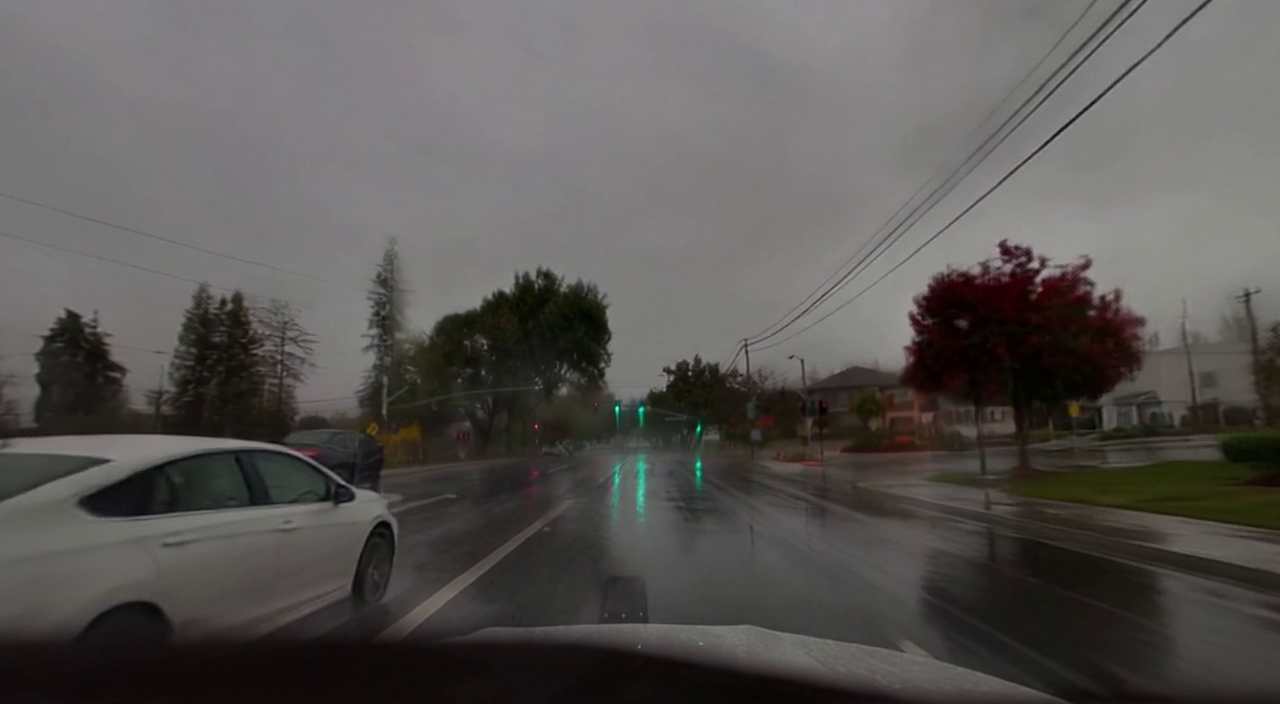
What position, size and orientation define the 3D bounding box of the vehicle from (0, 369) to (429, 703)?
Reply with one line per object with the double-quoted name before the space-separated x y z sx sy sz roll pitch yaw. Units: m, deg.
"vehicle" -3.266 1.087 3.796 2.139 1.564 4.901 0 -9 2
